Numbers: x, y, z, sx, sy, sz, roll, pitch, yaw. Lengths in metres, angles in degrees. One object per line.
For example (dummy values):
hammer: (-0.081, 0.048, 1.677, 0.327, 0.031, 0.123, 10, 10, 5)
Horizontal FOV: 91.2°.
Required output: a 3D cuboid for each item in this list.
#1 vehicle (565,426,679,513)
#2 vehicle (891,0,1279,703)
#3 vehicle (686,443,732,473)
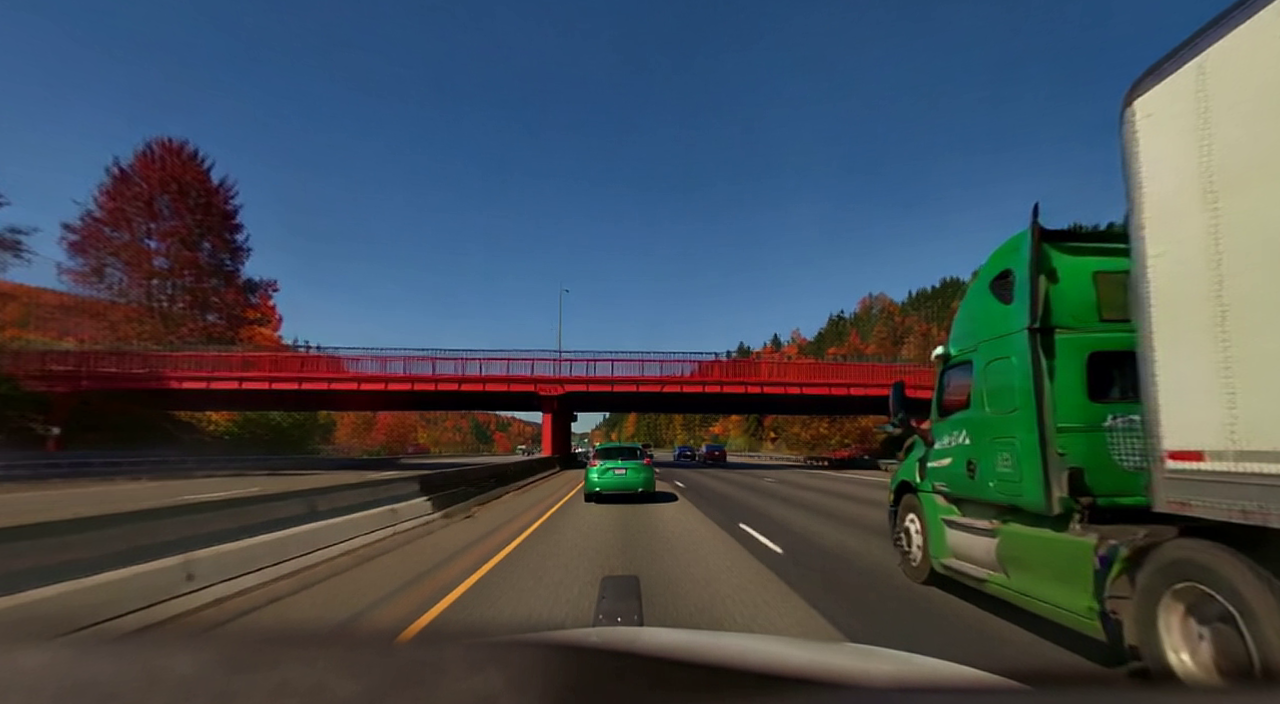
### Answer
vehicle: (-0.370, 2.662, 14.574, 2.259, 1.699, 4.015, 0, -9, 0)
vehicle: (4.191, -0.291, 1.960, 2.992, 3.920, 8.831, 0, -9, 0)
vehicle: (3.690, 5.714, 34.021, 1.894, 1.487, 3.751, 0, -9, -2)
